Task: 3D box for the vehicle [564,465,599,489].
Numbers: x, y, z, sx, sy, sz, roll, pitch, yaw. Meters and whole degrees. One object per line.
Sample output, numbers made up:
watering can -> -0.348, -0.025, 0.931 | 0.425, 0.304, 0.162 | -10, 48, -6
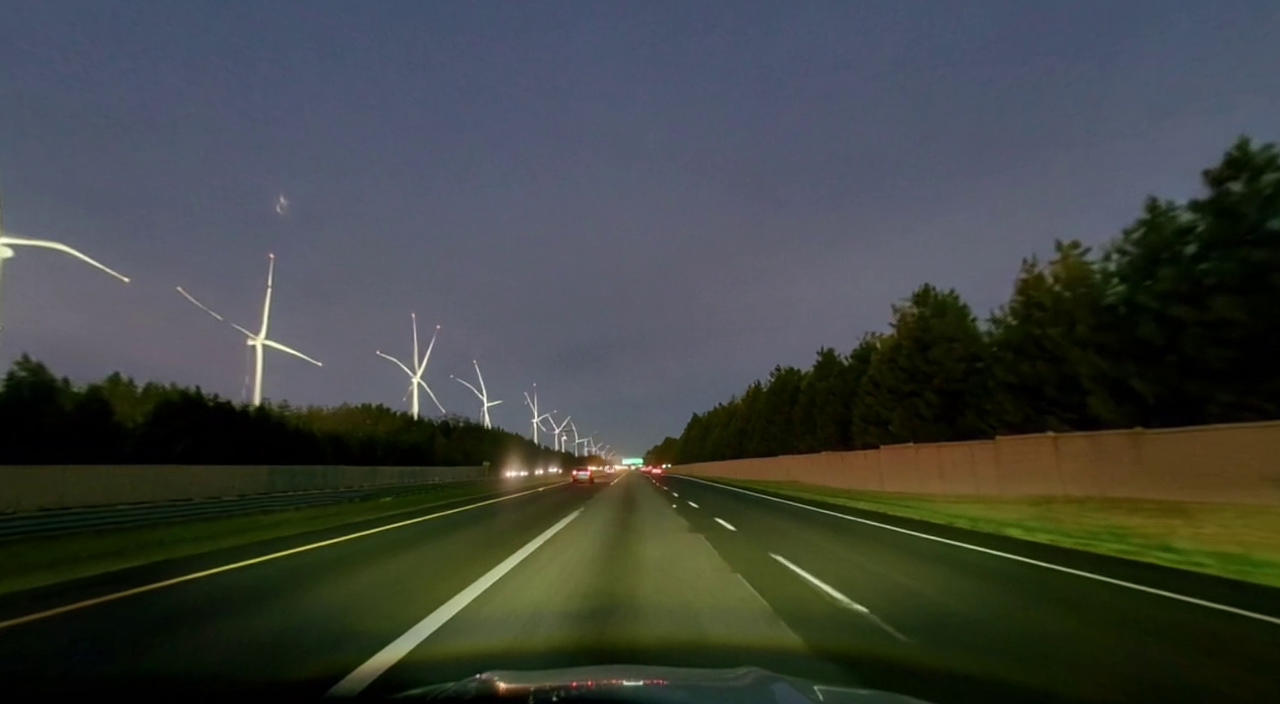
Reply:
vehicle -> -3.897, 8.397, 42.337 | 2.001, 1.486, 4.104 | 1, -10, -1
